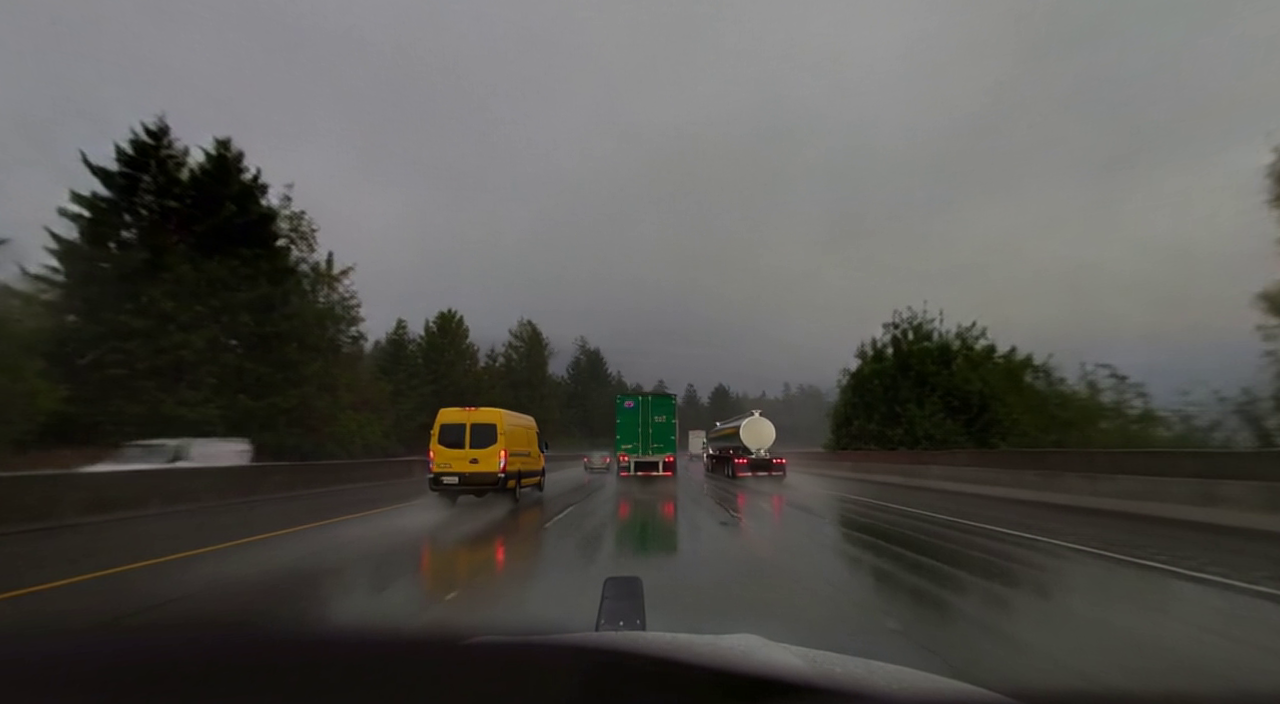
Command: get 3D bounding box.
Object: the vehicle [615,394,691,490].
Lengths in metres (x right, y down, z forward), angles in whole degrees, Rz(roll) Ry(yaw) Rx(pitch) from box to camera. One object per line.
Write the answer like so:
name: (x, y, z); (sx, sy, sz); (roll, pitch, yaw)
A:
vehicle: (0.286, 4.004, 27.579); (2.773, 3.455, 9.118); (0, -9, -2)

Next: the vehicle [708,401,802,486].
vehicle: (5.357, 4.668, 31.867); (2.706, 3.500, 11.483); (0, -9, 1)

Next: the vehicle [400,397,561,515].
vehicle: (-3.898, 2.776, 17.040); (2.525, 2.572, 6.260); (0, -9, 2)

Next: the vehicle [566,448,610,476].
vehicle: (-3.175, 6.799, 39.162); (2.134, 1.652, 4.439); (-1, -9, 3)
